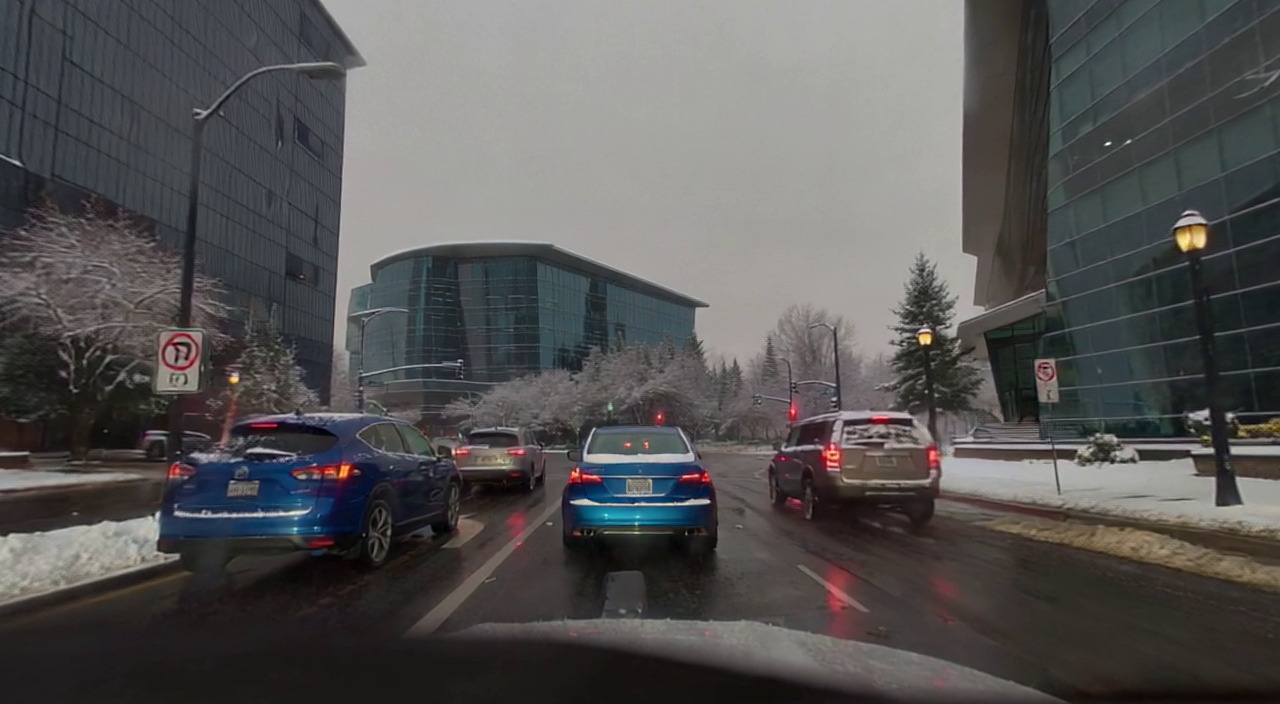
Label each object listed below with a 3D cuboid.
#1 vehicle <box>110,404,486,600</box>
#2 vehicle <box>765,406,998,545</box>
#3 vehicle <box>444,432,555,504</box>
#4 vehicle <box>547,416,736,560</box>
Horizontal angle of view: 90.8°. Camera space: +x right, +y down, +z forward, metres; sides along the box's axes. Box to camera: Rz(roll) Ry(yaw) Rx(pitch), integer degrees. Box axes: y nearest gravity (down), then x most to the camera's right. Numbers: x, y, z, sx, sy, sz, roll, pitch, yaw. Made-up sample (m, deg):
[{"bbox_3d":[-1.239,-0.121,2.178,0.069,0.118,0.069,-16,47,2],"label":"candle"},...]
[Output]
[{"bbox_3d":[-3.532,1.634,7.769,2.083,1.691,4.398,0,-8,1],"label":"vehicle"},{"bbox_3d":[3.661,1.966,10.703,2.026,1.819,4.579,0,-8,-1],"label":"vehicle"},{"bbox_3d":[-3.625,3.067,17.183,2.068,1.678,4.199,0,-8,0],"label":"vehicle"},{"bbox_3d":[-0.016,1.898,9.516,2.207,1.659,4.155,0,-8,-1],"label":"vehicle"}]
